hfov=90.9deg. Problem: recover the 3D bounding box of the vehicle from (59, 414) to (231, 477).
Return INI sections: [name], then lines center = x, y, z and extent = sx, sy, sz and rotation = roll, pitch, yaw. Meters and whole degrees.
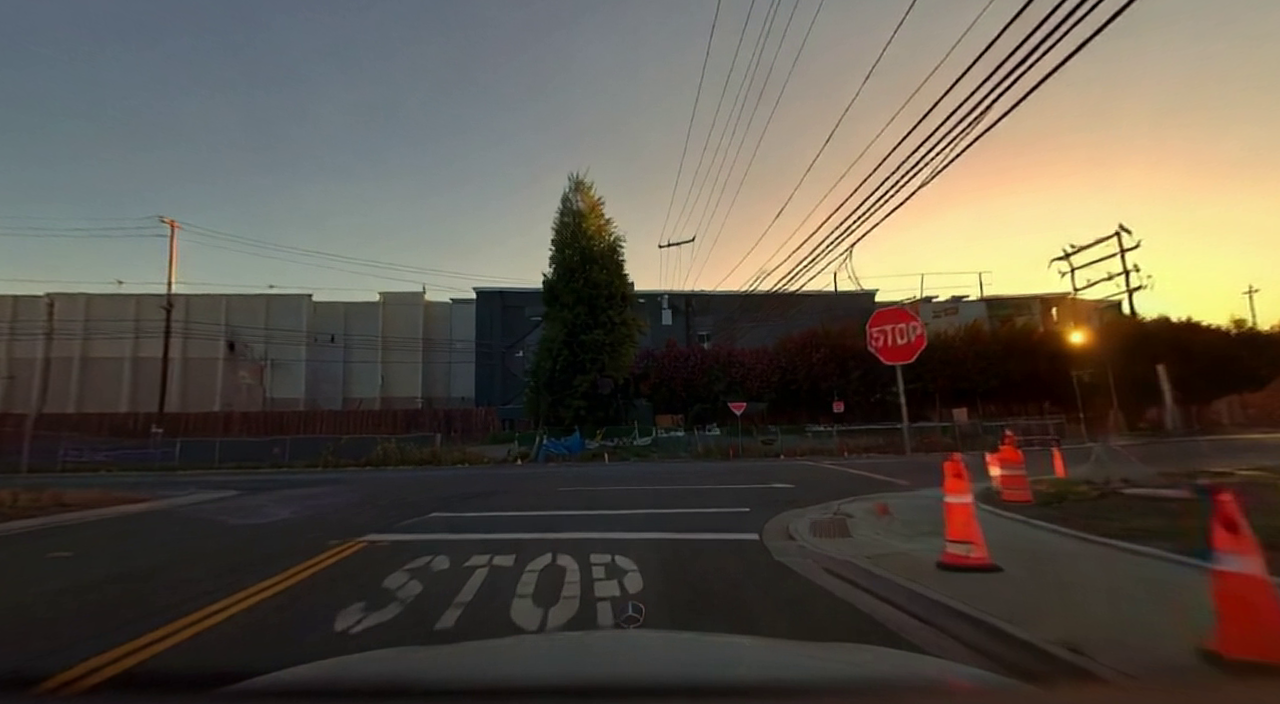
[vehicle]
center = -26.600, 5.097, 34.092
extent = 6.847, 2.992, 3.170
rotation = -3, -10, 7
